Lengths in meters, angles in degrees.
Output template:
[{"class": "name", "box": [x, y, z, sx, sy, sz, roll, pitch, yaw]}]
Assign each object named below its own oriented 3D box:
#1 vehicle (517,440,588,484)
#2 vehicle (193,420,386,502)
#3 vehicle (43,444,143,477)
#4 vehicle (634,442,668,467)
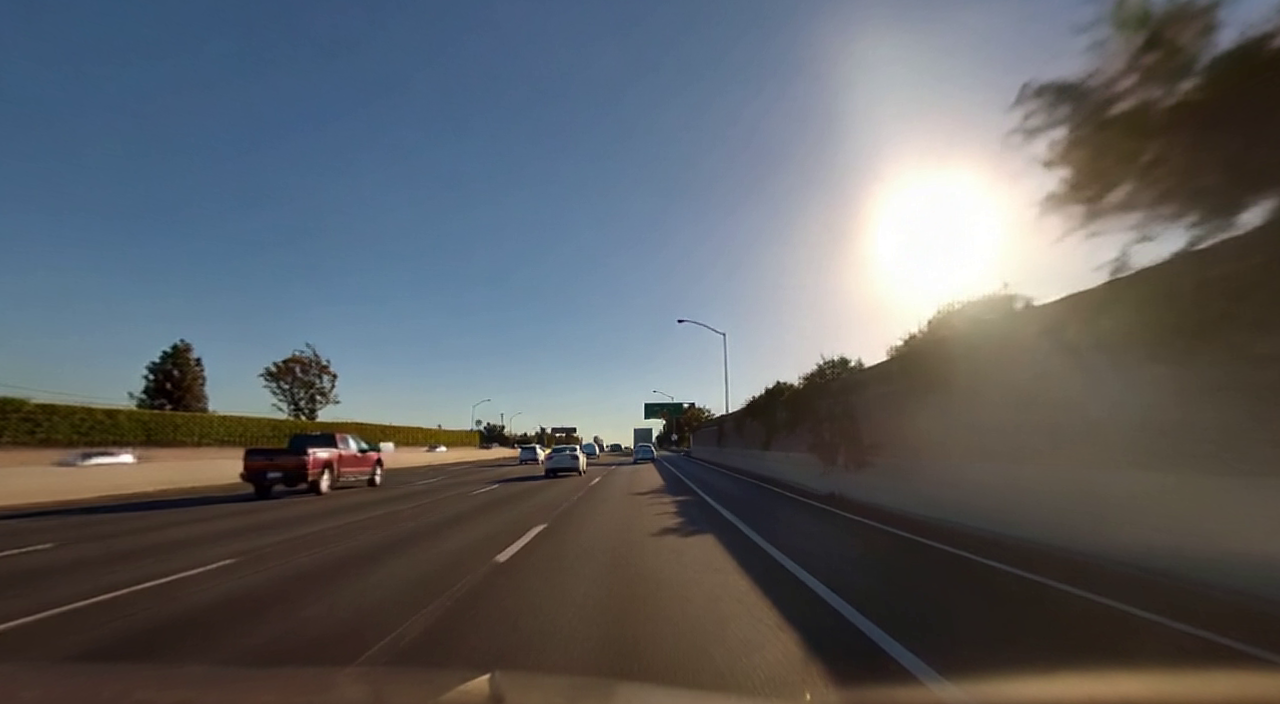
[{"class": "vehicle", "box": [-3.210, 4.125, 23.948, 2.056, 1.480, 4.022, 0, -9, 1]}, {"class": "vehicle", "box": [-9.940, 3.154, 18.724, 2.339, 2.018, 5.790, 0, -8, 1]}, {"class": "vehicle", "box": [-25.467, 5.056, 29.513, 1.534, 1.418, 3.461, -1, -9, 1]}, {"class": "vehicle", "box": [0.642, 6.563, 40.670, 2.073, 1.480, 4.343, 0, -9, 0]}]
